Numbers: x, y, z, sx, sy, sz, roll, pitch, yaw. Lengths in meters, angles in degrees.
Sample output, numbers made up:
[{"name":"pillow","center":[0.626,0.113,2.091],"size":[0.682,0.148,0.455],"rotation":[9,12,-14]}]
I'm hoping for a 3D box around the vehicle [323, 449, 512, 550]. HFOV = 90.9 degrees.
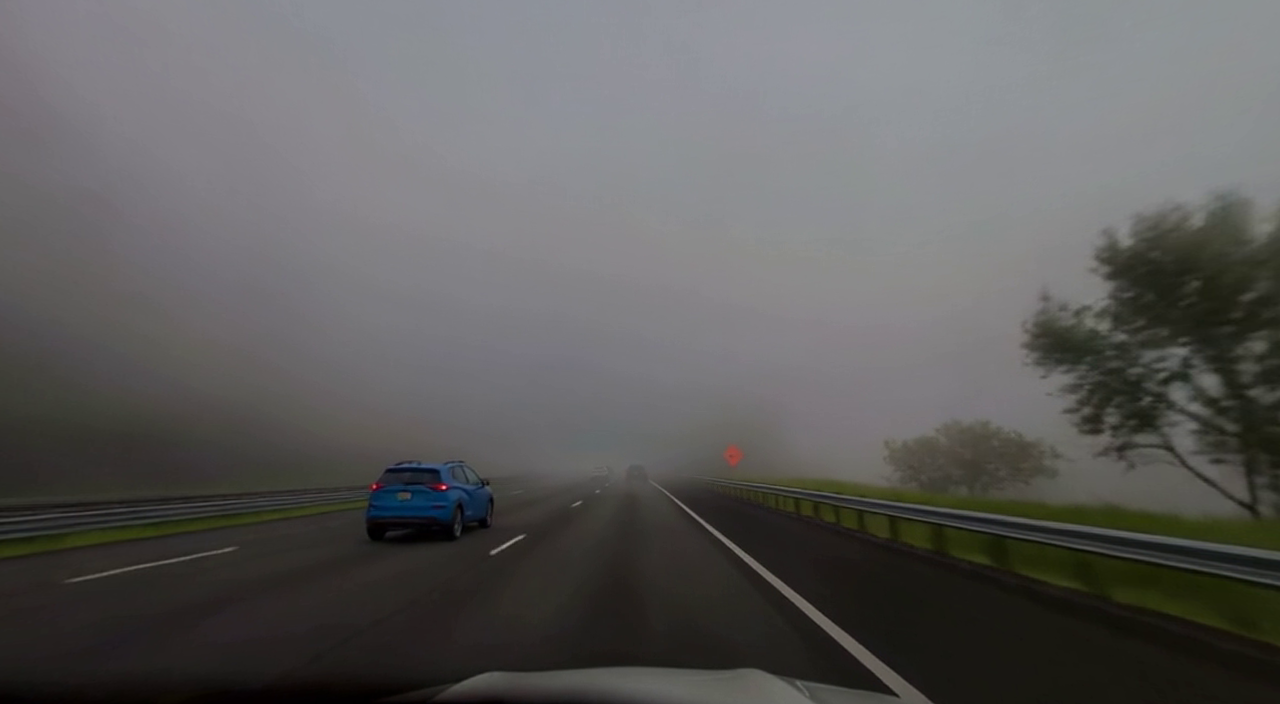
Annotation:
[{"name":"vehicle","center":[-3.900,2.687,11.921],"size":[2.017,1.516,4.041],"rotation":[1,-11,1]}]
